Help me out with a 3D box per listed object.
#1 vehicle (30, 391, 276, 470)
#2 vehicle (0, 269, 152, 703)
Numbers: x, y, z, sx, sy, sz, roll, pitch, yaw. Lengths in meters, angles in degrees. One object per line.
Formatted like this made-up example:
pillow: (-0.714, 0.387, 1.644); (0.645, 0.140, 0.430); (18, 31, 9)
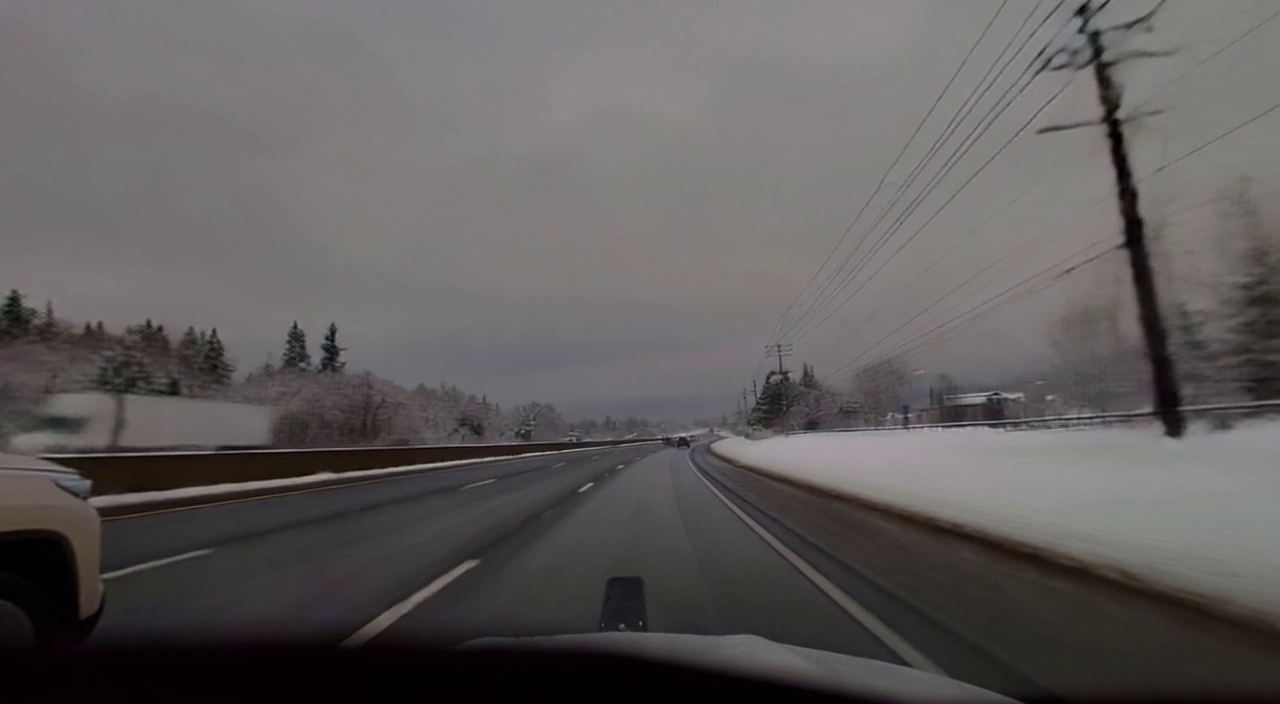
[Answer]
vehicle: (-28.733, 5.017, 39.045); (3.156, 3.925, 14.556); (-1, -8, 2)
vehicle: (-3.590, 0.403, 0.613); (2.136, 1.975, 5.037); (0, -8, 0)
